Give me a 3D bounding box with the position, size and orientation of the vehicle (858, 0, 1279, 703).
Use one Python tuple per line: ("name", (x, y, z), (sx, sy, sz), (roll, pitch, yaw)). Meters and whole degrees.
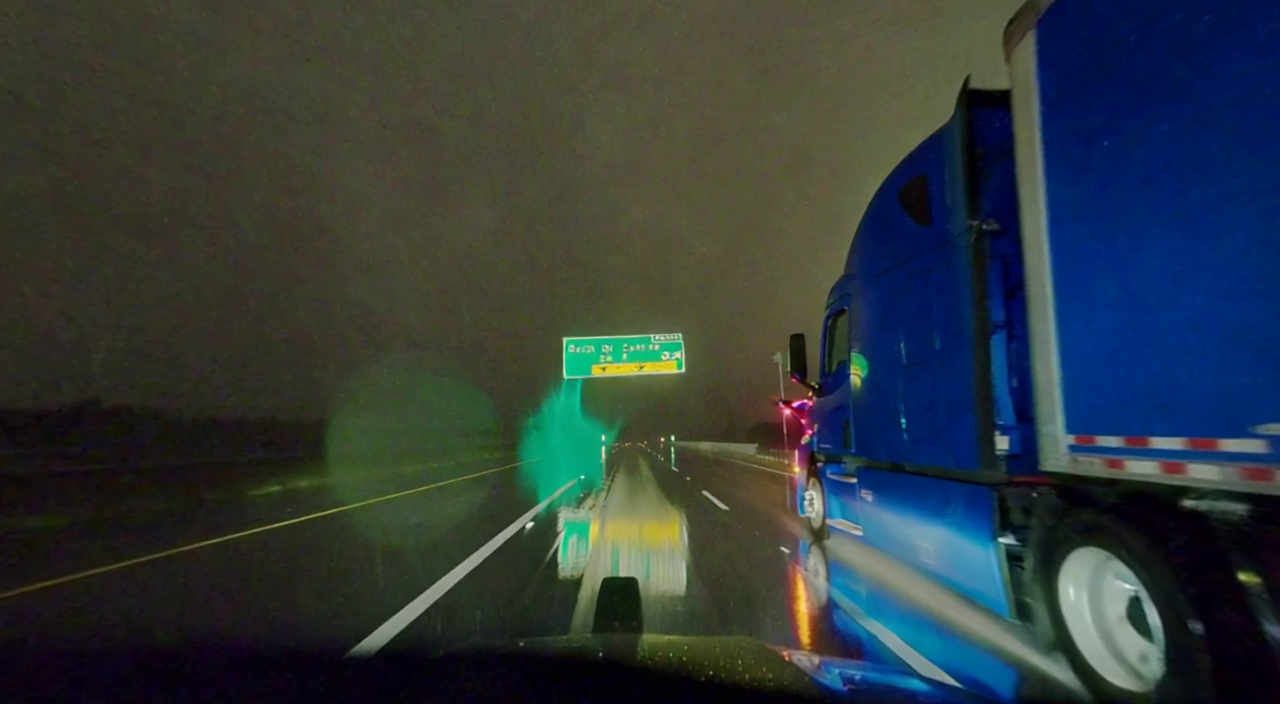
("vehicle", (4.169, -0.264, 2.696), (3.246, 4.187, 8.893), (1, -8, 0))
